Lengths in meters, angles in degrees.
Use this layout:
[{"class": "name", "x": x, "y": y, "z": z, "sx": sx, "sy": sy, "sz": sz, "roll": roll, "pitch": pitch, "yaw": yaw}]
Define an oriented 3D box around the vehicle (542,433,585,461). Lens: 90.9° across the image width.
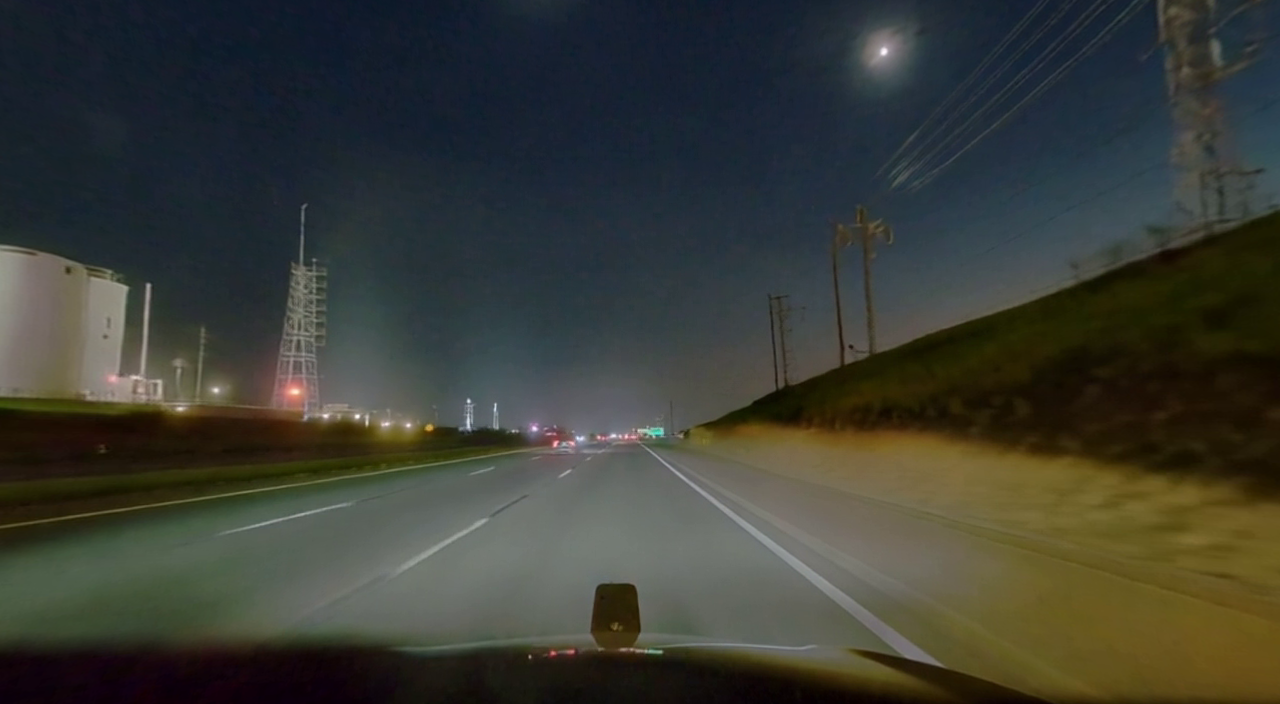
[{"class": "vehicle", "x": -4.139, "y": 5.182, "z": 34.574, "sx": 1.952, "sy": 1.462, "sz": 3.969, "roll": 0, "pitch": -8, "yaw": -1}]
